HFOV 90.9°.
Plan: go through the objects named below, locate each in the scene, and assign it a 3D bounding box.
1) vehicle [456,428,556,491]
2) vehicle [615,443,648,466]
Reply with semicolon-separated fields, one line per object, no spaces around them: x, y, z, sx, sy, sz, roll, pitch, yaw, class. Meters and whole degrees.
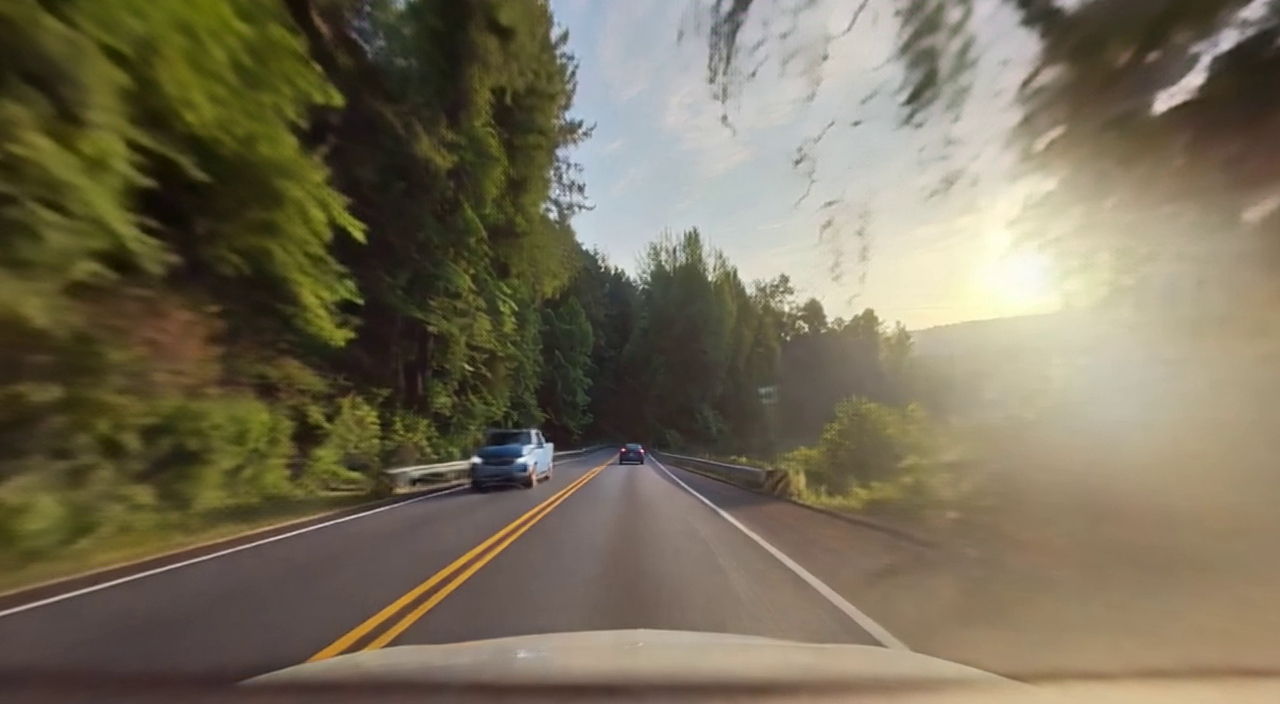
-4.364;3.614;21.571;2.223;1.836;5.392;-1;-9;0;vehicle
-0.593;7.001;43.308;2.120;1.491;4.349;0;-9;-1;vehicle
